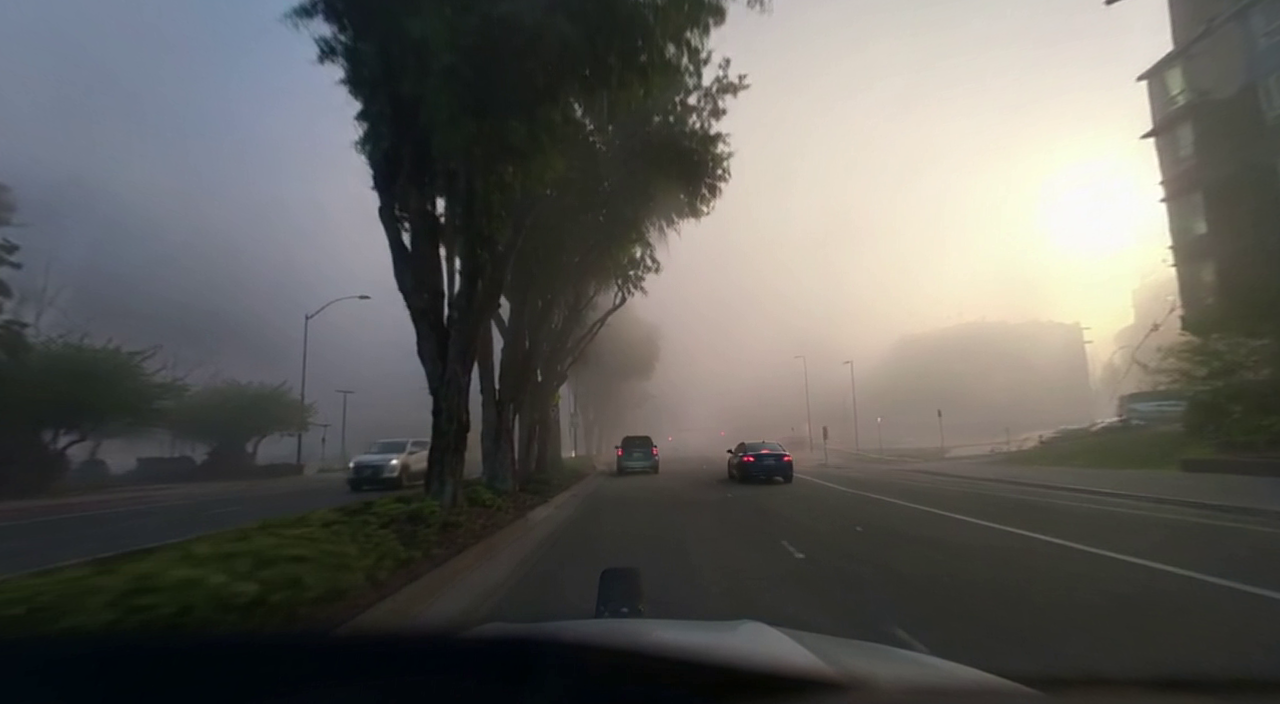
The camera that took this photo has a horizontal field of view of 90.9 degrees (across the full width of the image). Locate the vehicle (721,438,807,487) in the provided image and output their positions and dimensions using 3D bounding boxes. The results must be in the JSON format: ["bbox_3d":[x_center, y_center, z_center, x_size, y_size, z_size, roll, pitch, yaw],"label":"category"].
[{"bbox_3d":[4.086,3.722,21.552,2.075,1.486,4.316,0,-8,0],"label":"vehicle"}]

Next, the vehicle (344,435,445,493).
[{"bbox_3d":[-8.700,3.986,22.831,1.873,1.894,4.186,0,-8,1],"label":"vehicle"}]

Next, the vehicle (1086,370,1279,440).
[{"bbox_3d":[38.890,3.889,45.018,10.985,3.740,2.994,-6,-9,5],"label":"vehicle"}]

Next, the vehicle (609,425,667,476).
[{"bbox_3d":[-0.198,4.480,28.866,2.396,2.143,4.824,0,-8,-3],"label":"vehicle"}]
